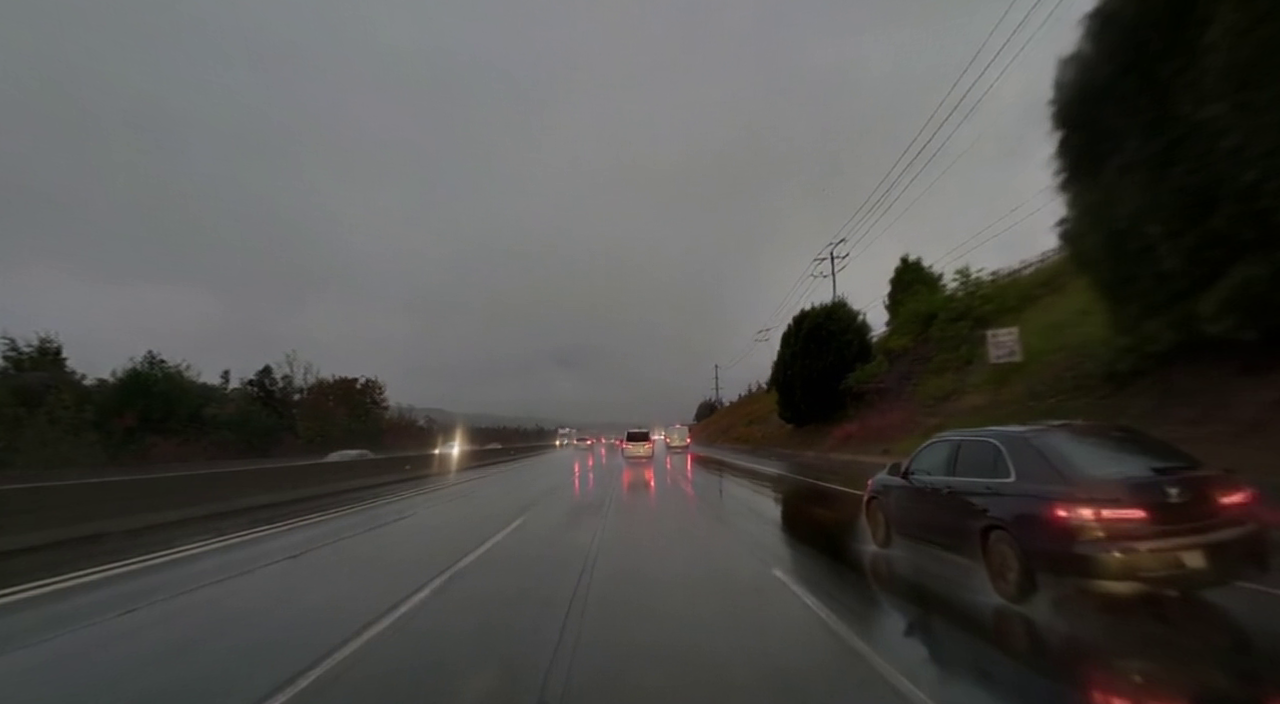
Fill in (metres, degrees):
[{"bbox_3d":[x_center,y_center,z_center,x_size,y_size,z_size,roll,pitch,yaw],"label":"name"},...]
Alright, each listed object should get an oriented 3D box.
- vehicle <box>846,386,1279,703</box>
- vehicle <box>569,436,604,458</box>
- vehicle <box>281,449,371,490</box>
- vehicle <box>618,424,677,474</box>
[{"bbox_3d":[3.633,1.263,5.542,1.923,1.562,4.691,0,-8,-2],"label":"vehicle"},{"bbox_3d":[-3.780,6.745,45.083,2.093,1.517,4.648,0,-8,0],"label":"vehicle"},{"bbox_3d":[-12.344,4.599,25.062,1.705,1.402,3.791,0,-7,-1],"label":"vehicle"},{"bbox_3d":[0.232,3.866,25.351,2.159,1.811,4.238,0,-8,-1],"label":"vehicle"}]
